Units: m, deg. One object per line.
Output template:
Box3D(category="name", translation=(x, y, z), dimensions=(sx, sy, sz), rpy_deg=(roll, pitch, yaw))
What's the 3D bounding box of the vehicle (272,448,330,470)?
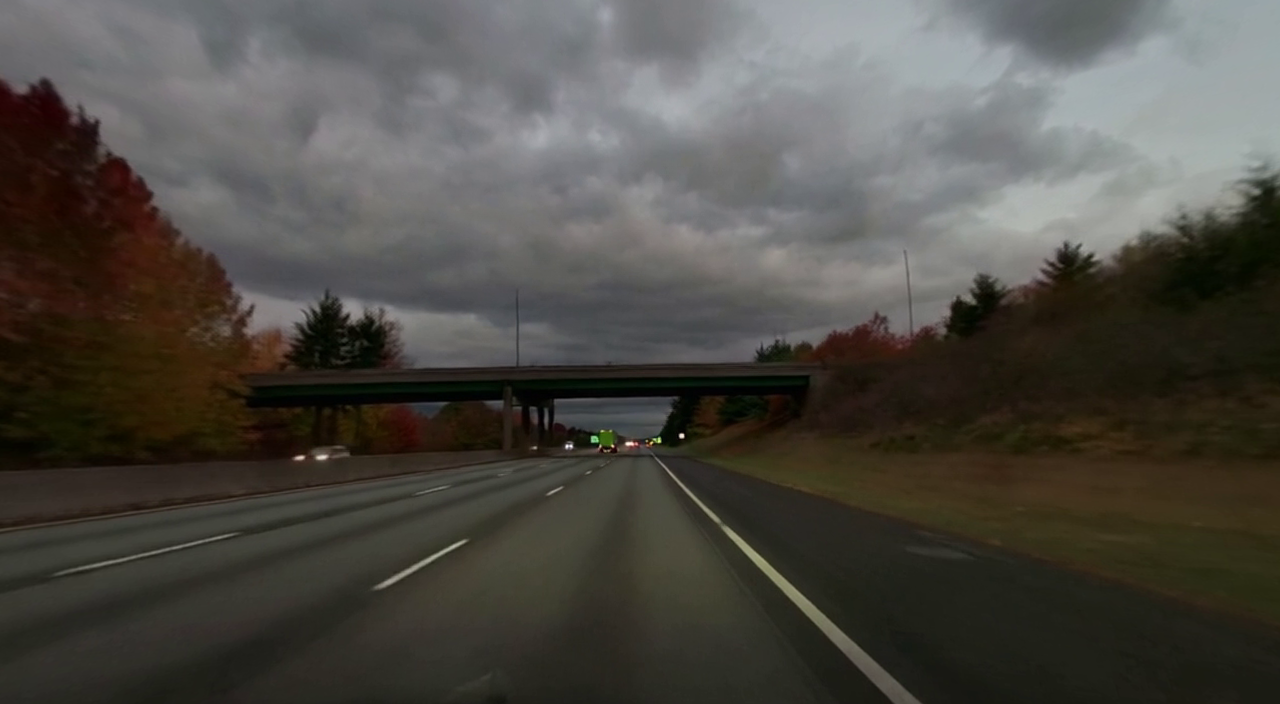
Box3D(category="vehicle", translation=(-25.284, 7.978, 46.981), dimensions=(1.815, 1.558, 4.495), rpy_deg=(0, -9, 1))
